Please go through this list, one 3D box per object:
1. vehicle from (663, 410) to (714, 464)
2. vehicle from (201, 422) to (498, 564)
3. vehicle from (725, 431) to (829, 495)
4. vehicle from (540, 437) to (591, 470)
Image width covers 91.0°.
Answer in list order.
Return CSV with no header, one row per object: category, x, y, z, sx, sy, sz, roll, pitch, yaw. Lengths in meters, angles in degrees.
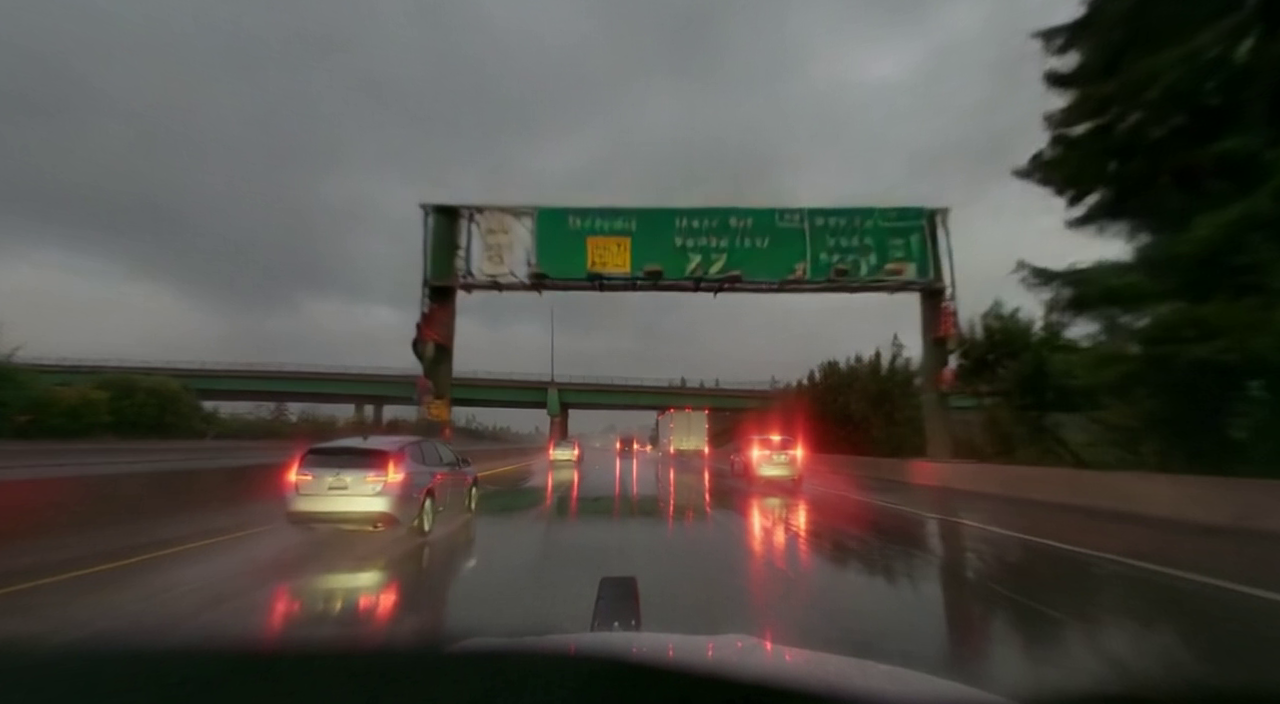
vehicle,3.458,6.537,48.081,2.824,3.585,11.410,0,-8,-1
vehicle,-3.612,1.832,9.017,2.122,1.486,4.532,0,-8,0
vehicle,3.812,3.165,18.322,2.001,1.625,4.088,0,-8,-1
vehicle,-3.584,4.954,31.030,2.064,1.479,4.370,0,-8,-1
